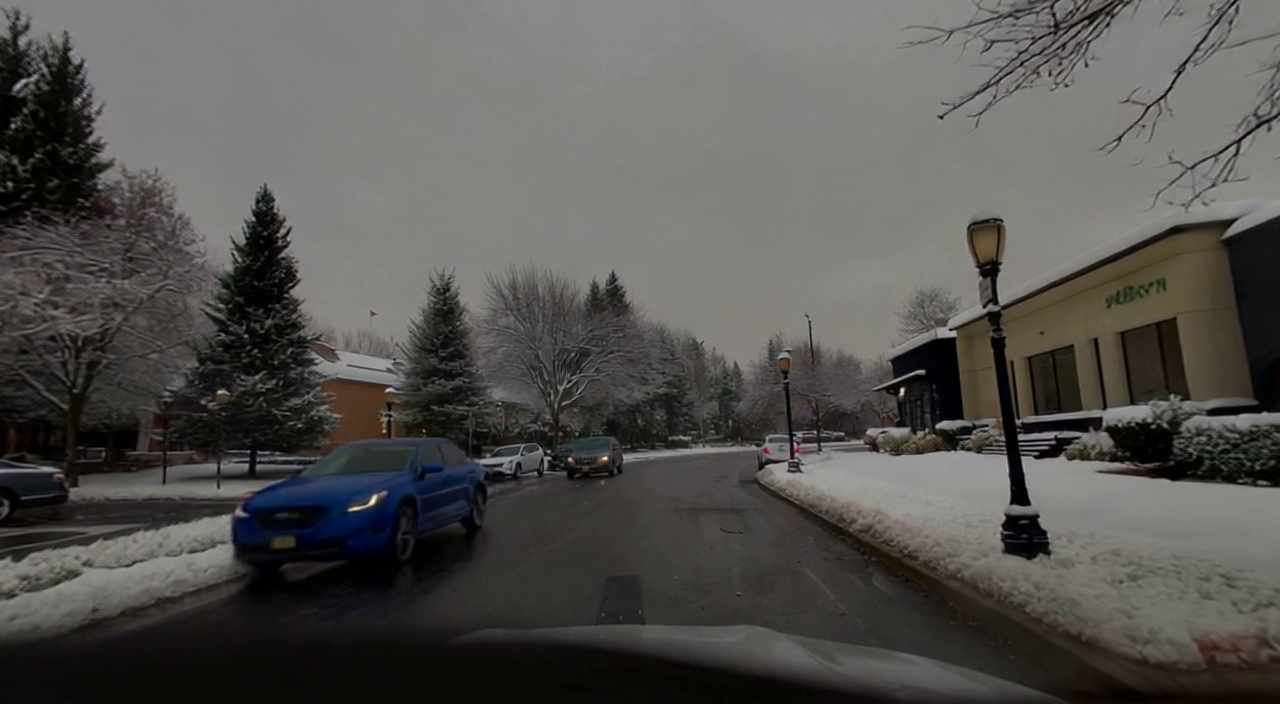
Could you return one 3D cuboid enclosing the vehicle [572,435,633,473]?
[{"bbox_3d":[-1.713,4.878,30.277,2.110,1.651,4.410,-1,-9,7],"label":"vehicle"}]

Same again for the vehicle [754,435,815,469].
[{"bbox_3d":[6.683,4.686,29.722,1.918,1.461,4.419,0,-8,1],"label":"vehicle"}]

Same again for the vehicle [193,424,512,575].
[{"bbox_3d":[-3.417,1.852,8.791,2.056,1.508,4.596,-1,-9,4],"label":"vehicle"}]

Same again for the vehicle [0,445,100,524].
[{"bbox_3d":[-15.164,2.925,14.235,4.106,1.620,2.065,0,-9,2],"label":"vehicle"}]
